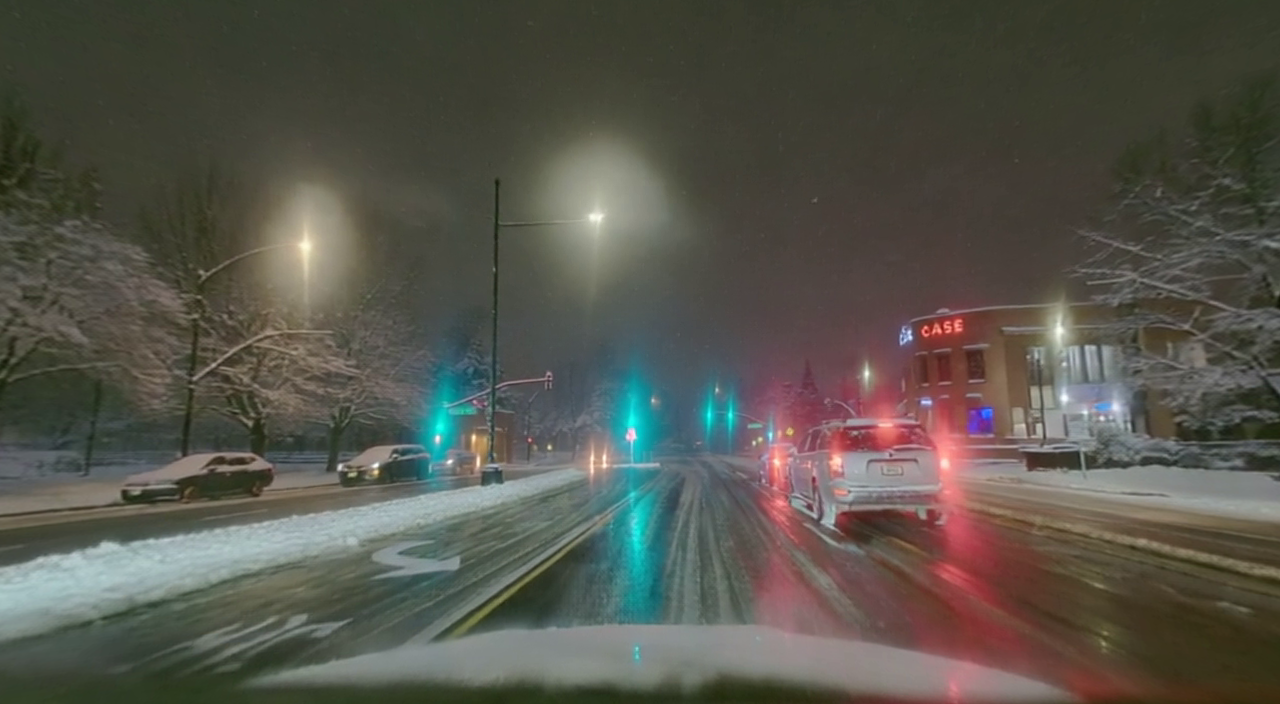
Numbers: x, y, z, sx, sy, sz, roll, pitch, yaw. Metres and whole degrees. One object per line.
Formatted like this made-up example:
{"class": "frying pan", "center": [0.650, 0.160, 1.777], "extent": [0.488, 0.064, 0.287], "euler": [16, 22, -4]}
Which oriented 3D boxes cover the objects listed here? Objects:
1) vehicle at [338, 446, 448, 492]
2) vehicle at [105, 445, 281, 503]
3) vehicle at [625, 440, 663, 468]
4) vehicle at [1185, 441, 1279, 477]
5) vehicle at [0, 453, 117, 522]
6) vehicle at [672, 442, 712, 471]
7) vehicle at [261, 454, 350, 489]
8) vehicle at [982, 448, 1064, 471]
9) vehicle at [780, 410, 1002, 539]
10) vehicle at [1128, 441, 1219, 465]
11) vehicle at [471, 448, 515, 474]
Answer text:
{"class": "vehicle", "center": [-9.257, 4.386, 24.097], "extent": [2.047, 1.572, 4.472], "euler": [-1, -8, 6]}
{"class": "vehicle", "center": [-16.281, 4.423, 23.507], "extent": [2.200, 1.884, 5.653], "euler": [-1, -8, 3]}
{"class": "vehicle", "center": [0.319, 6.660, 41.233], "extent": [2.057, 1.678, 4.639], "euler": [-1, -8, 6]}
{"class": "vehicle", "center": [28.200, 4.780, 28.217], "extent": [2.043, 1.496, 5.210], "euler": [3, -10, -22]}
{"class": "vehicle", "center": [-16.260, 3.388, 15.899], "extent": [1.937, 1.605, 4.531], "euler": [-1, -8, 5]}
{"class": "vehicle", "center": [2.903, 5.741, 34.696], "extent": [2.059, 1.477, 3.988], "euler": [-1, -8, 6]}
{"class": "vehicle", "center": [-15.876, 5.654, 30.207], "extent": [1.804, 1.437, 4.560], "euler": [0, -8, -1]}
{"class": "vehicle", "center": [26.351, 7.388, 43.470], "extent": [4.361, 1.429, 1.843], "euler": [0, -9, 10]}
{"class": "vehicle", "center": [4.089, 2.100, 11.449], "extent": [2.282, 1.797, 4.924], "euler": [-1, -8, 4]}
{"class": "vehicle", "center": [39.846, 7.525, 47.151], "extent": [4.775, 1.529, 1.992], "euler": [-3, -8, 6]}
{"class": "vehicle", "center": [-8.978, 6.687, 38.860], "extent": [1.884, 1.456, 4.356], "euler": [0, -8, -3]}
